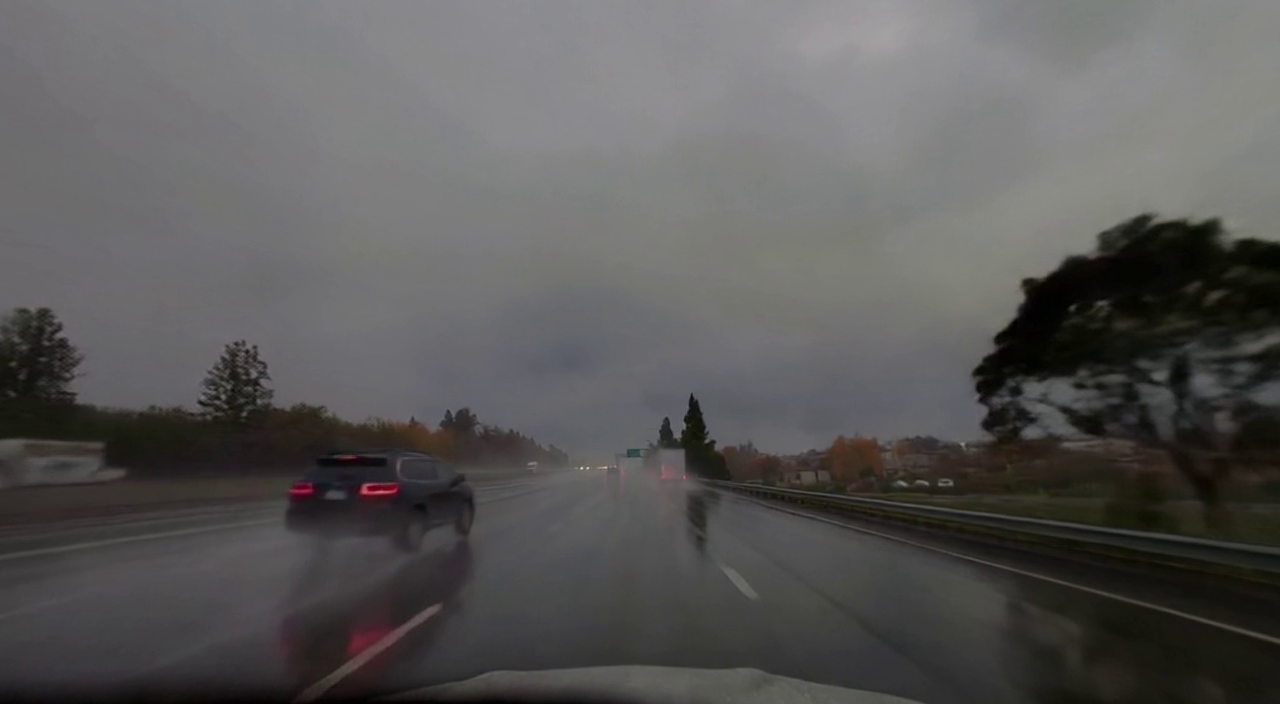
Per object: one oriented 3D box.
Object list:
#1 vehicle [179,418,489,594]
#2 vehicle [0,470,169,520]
[{"bbox_3d":[-3.862,2.093,9.239,2.036,1.835,4.888,1,-10,0],"label":"vehicle"},{"bbox_3d":[-18.955,4.843,21.729,1.802,1.457,4.631,1,-10,0],"label":"vehicle"}]
